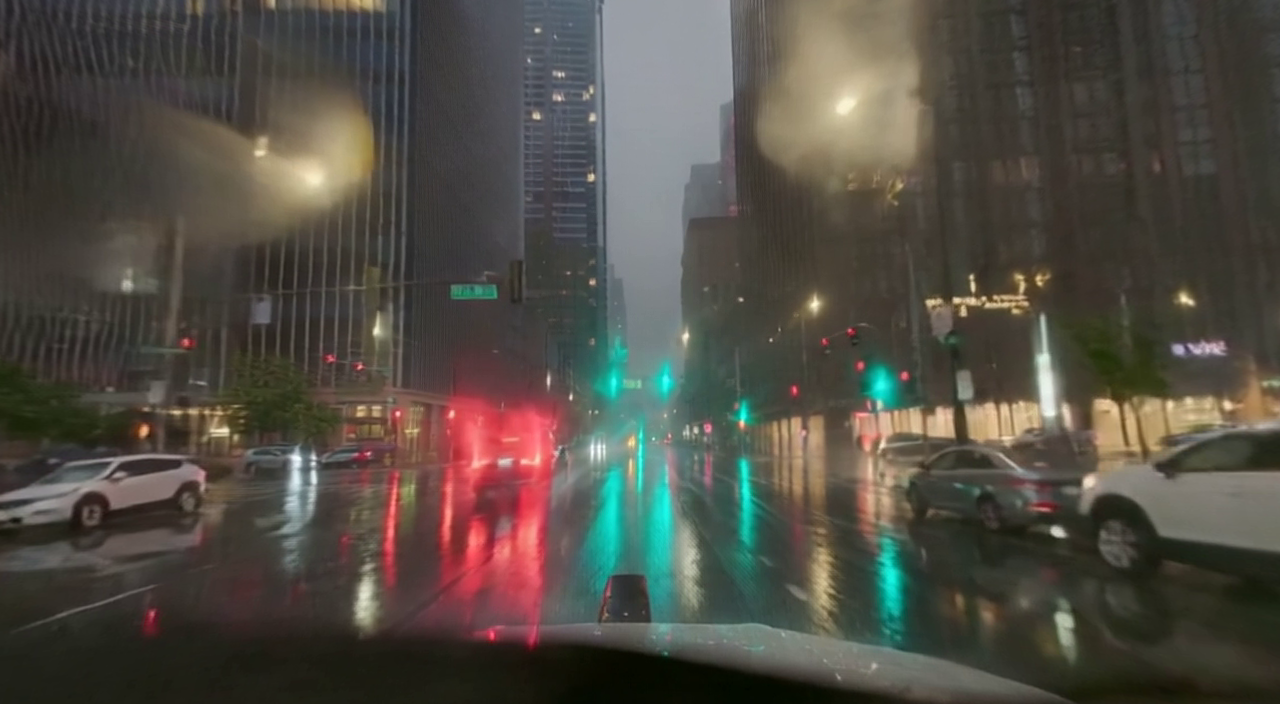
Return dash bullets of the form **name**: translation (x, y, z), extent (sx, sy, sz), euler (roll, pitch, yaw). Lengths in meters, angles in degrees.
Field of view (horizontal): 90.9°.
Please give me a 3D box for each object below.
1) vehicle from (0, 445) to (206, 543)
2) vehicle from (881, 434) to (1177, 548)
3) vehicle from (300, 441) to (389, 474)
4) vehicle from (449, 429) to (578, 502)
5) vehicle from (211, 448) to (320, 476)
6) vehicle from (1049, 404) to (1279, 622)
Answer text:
- **vehicle**: translation (-12.362, 3.104, 14.454), extent (1.890, 1.781, 4.331), euler (-3, -8, -2)
- **vehicle**: translation (5.969, 2.137, 10.541), extent (1.929, 1.464, 4.494), euler (0, -8, -3)
- **vehicle**: translation (-21.179, 7.558, 45.339), extent (5.283, 1.959, 2.453), euler (-3, -7, 0)
- **vehicle**: translation (-2.806, 2.659, 15.267), extent (2.014, 1.480, 4.780), euler (0, -8, 2)
- **vehicle**: translation (-21.383, 6.282, 36.139), extent (4.791, 1.506, 2.244), euler (0, -8, 0)
- **vehicle**: translation (5.927, 1.287, 5.172), extent (1.918, 1.674, 4.779), euler (0, -8, 0)
